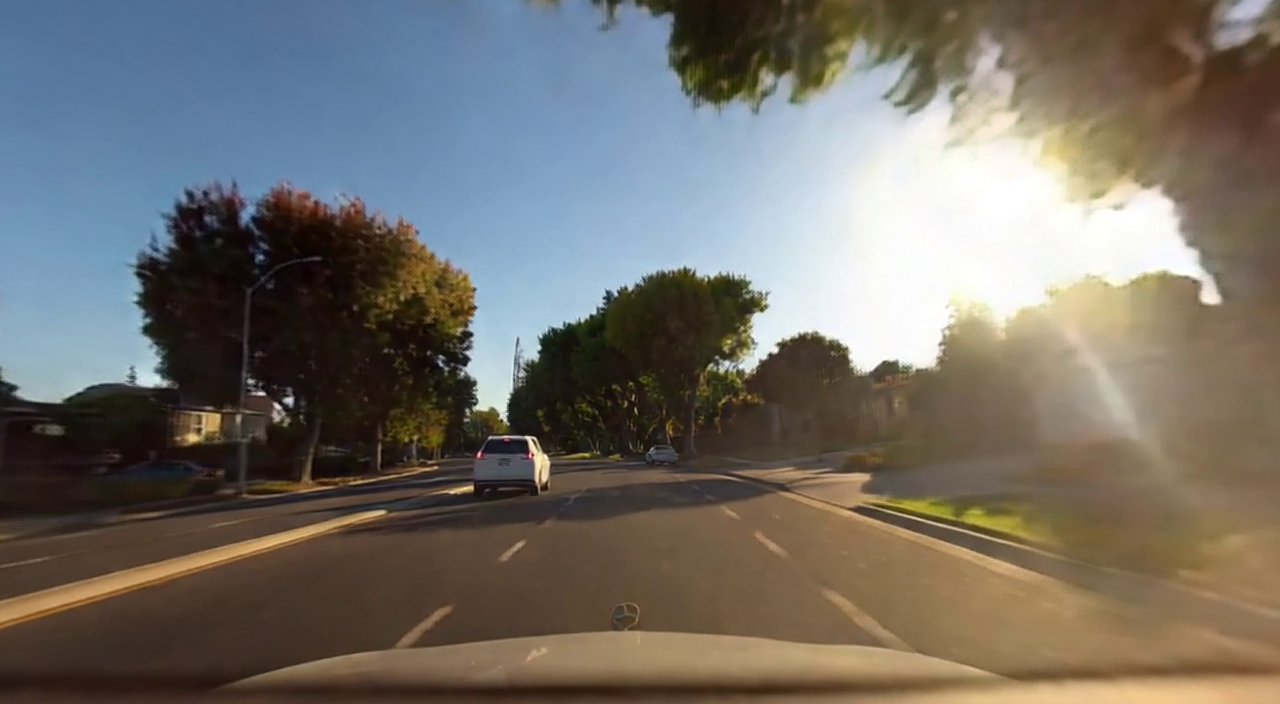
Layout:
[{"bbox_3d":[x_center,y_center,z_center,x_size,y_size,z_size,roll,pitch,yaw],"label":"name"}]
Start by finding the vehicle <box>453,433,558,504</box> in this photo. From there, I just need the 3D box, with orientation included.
[{"bbox_3d":[-3.771,3.335,18.565,2.175,1.772,4.442,-1,-8,-1],"label":"vehicle"}]

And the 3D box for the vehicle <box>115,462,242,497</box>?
[{"bbox_3d":[-22.016,6.065,30.283,4.525,1.455,1.821,0,-8,-5],"label":"vehicle"}]

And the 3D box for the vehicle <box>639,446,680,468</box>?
[{"bbox_3d":[1.336,7.475,45.242,1.928,1.447,4.386,1,-8,-12],"label":"vehicle"}]
